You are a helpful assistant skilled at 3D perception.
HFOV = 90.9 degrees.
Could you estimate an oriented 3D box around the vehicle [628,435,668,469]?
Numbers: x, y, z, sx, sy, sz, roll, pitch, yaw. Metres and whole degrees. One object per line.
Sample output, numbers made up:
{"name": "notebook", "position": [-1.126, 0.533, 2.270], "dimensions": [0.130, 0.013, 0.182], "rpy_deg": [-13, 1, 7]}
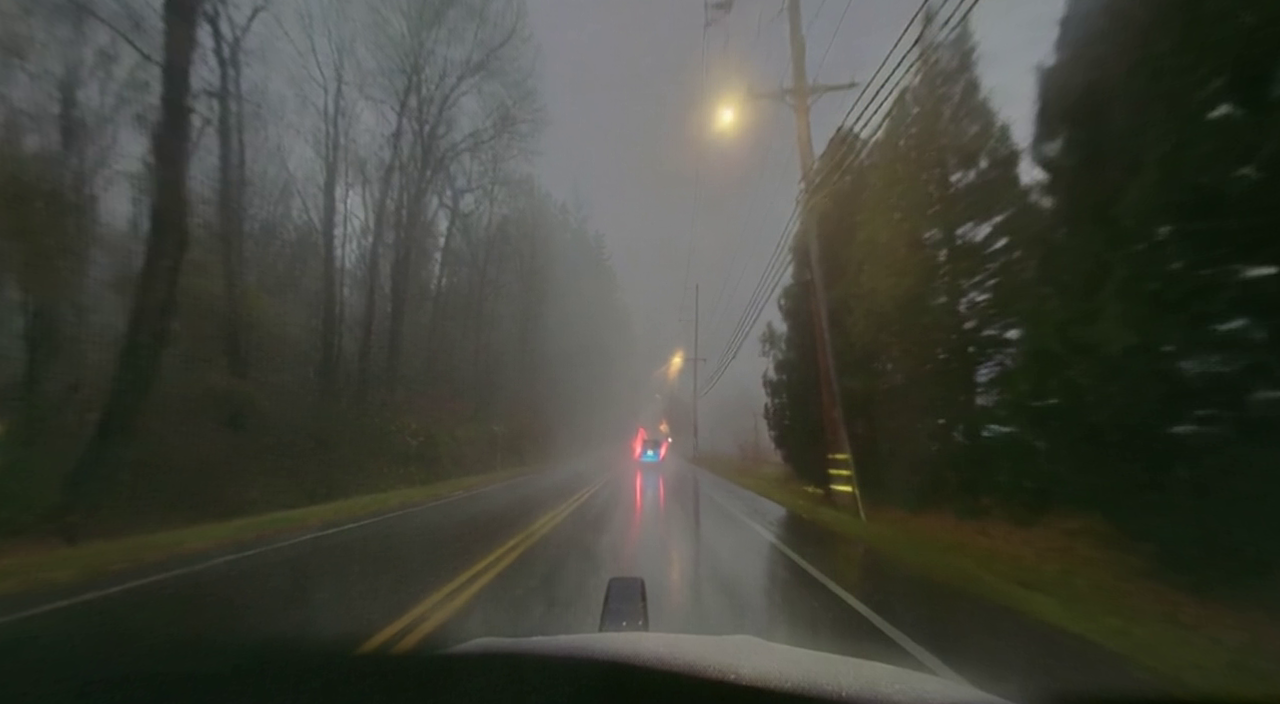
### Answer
{"name": "vehicle", "position": [0.511, 6.570, 41.651], "dimensions": [2.468, 2.056, 4.422], "rpy_deg": [0, -8, 0]}
